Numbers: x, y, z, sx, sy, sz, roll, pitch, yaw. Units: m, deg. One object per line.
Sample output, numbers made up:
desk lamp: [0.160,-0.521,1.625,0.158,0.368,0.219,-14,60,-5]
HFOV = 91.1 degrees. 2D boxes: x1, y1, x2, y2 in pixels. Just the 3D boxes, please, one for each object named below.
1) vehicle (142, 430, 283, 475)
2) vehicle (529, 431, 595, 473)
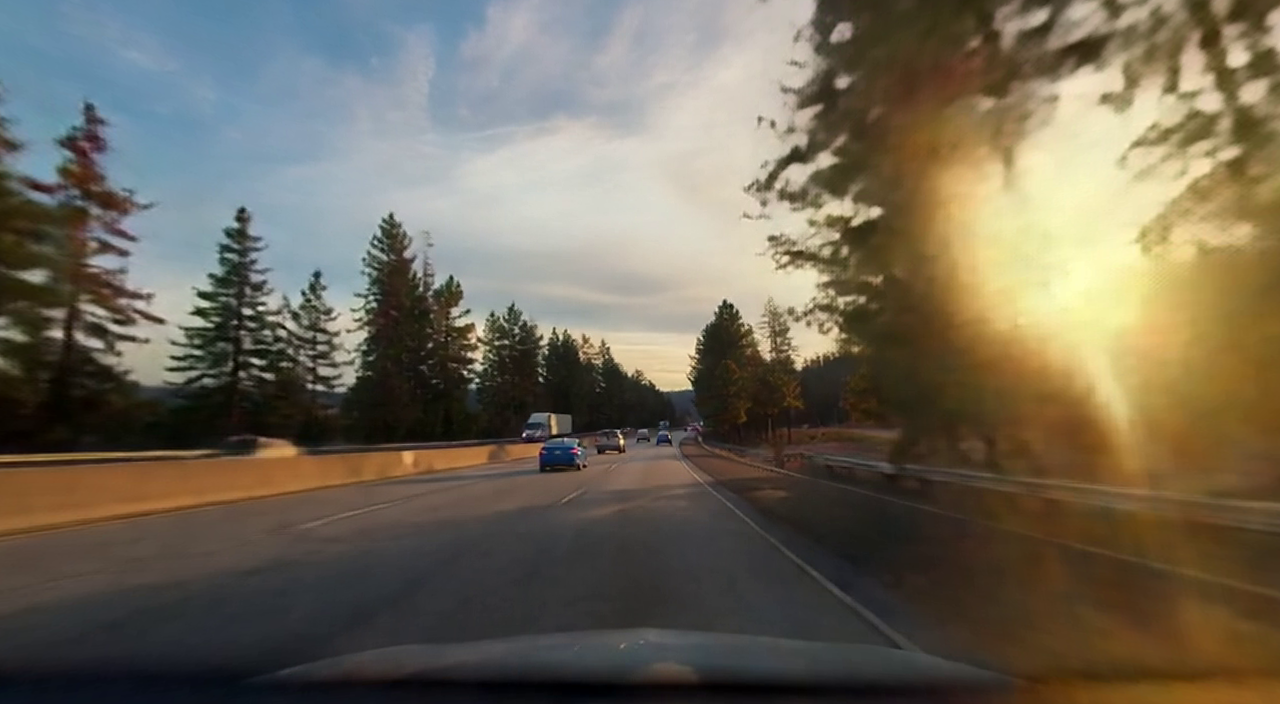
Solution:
vehicle: [-16.325,3.888,24.397,1.991,1.460,4.953,-3,-8,1]
vehicle: [-3.143,4.150,26.313,2.053,1.589,4.671,0,-8,2]
